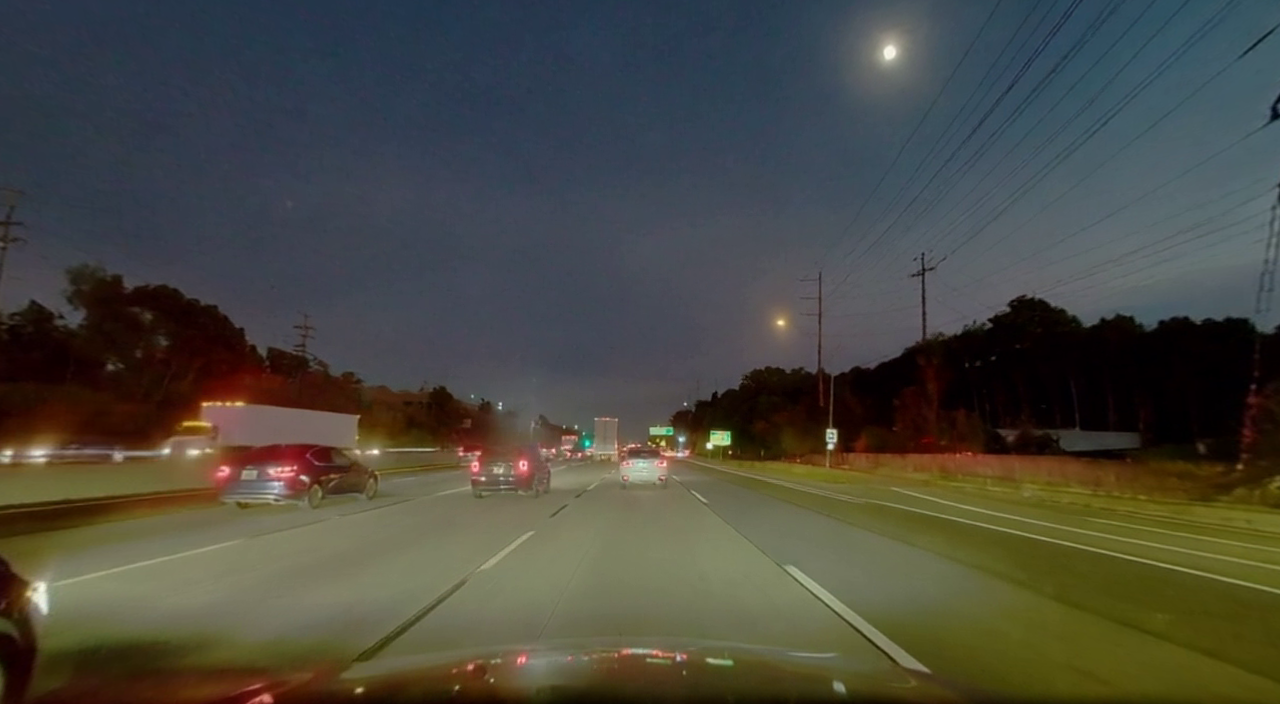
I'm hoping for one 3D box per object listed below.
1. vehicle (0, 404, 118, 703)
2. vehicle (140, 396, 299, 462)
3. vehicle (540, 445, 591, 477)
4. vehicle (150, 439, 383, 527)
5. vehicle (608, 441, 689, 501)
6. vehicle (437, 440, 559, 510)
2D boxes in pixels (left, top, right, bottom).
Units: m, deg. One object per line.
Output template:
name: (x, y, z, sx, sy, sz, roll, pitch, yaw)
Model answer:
vehicle: (-3.712, 0.735, 1.063, 1.883, 1.500, 4.373, 0, -9, 0)
vehicle: (-27.860, 5.377, 42.864, 3.150, 3.842, 11.127, 0, -9, 0)
vehicle: (-3.516, 5.222, 30.442, 2.013, 1.437, 3.801, 0, -9, 0)
vehicle: (-7.145, 2.519, 12.783, 1.867, 1.445, 4.499, 0, -9, 2)
vehicle: (0.156, 3.327, 18.096, 2.018, 1.470, 4.491, 0, -9, -2)
vehicle: (-3.252, 2.905, 15.358, 1.912, 1.464, 4.115, 0, -9, 1)
